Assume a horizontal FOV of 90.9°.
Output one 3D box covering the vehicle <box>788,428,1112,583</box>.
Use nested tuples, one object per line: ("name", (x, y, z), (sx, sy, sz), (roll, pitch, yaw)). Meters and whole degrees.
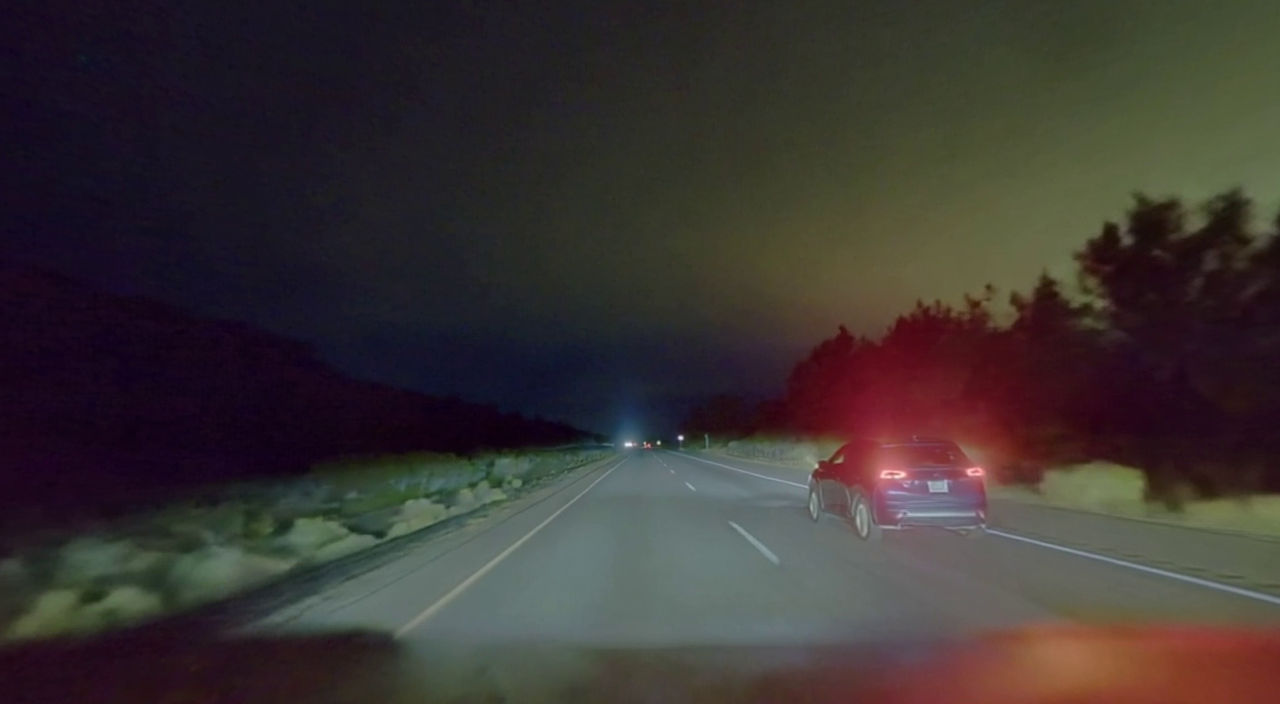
("vehicle", (3.515, 1.813, 8.355), (2.003, 1.466, 4.441), (0, -9, 0))
